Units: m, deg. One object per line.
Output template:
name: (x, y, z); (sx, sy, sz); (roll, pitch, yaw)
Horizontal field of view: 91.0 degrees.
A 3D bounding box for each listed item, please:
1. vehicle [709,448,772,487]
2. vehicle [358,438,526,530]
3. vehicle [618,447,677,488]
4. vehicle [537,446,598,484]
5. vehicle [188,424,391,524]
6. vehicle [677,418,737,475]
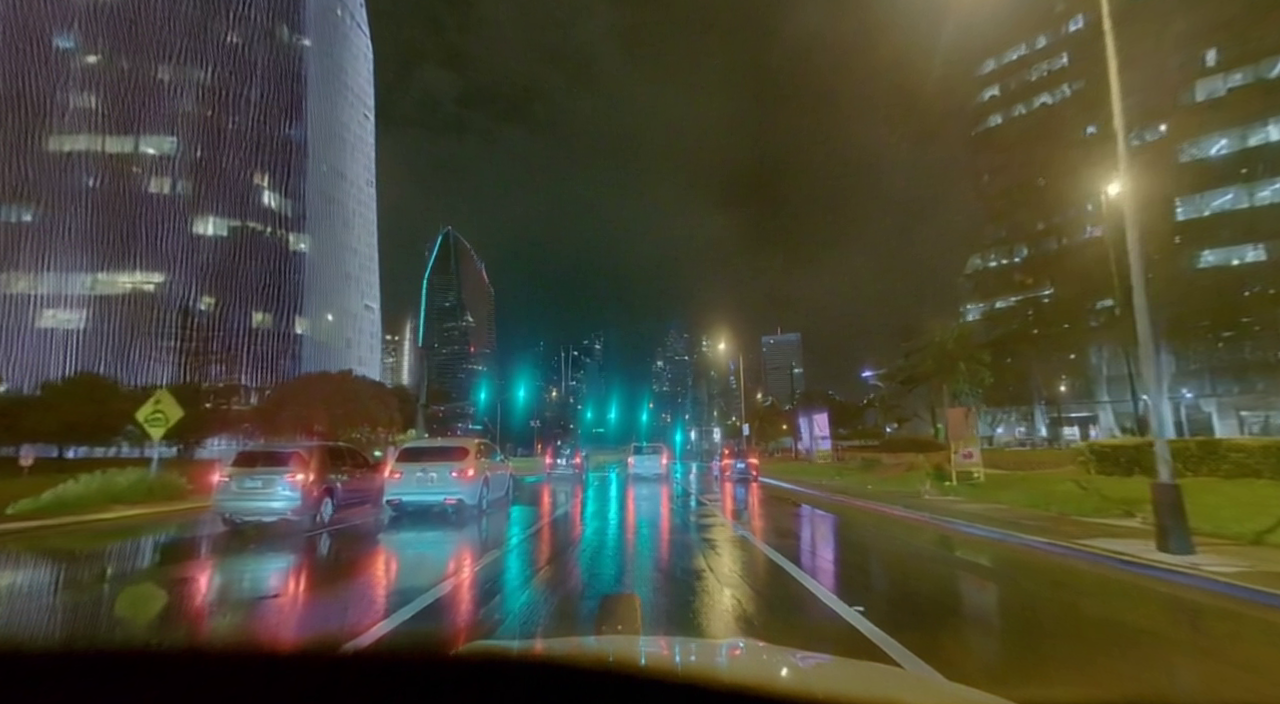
vehicle: (4.225, 4.898, 27.149); (1.940, 1.514, 4.187); (0, -9, -1)
vehicle: (-3.706, 2.538, 12.713); (1.933, 1.520, 4.195); (0, -9, 1)
vehicle: (0.290, 4.631, 25.725); (2.174, 1.509, 4.374); (0, -9, 0)
vehicle: (-3.069, 4.888, 27.627); (2.044, 1.508, 4.479); (0, -9, 1)
vehicle: (-7.052, 2.475, 13.266); (1.902, 1.765, 3.973); (0, -9, 1)
vehicle: (4.310, 6.518, 43.540); (3.074, 3.316, 12.953); (0, -9, 1)
